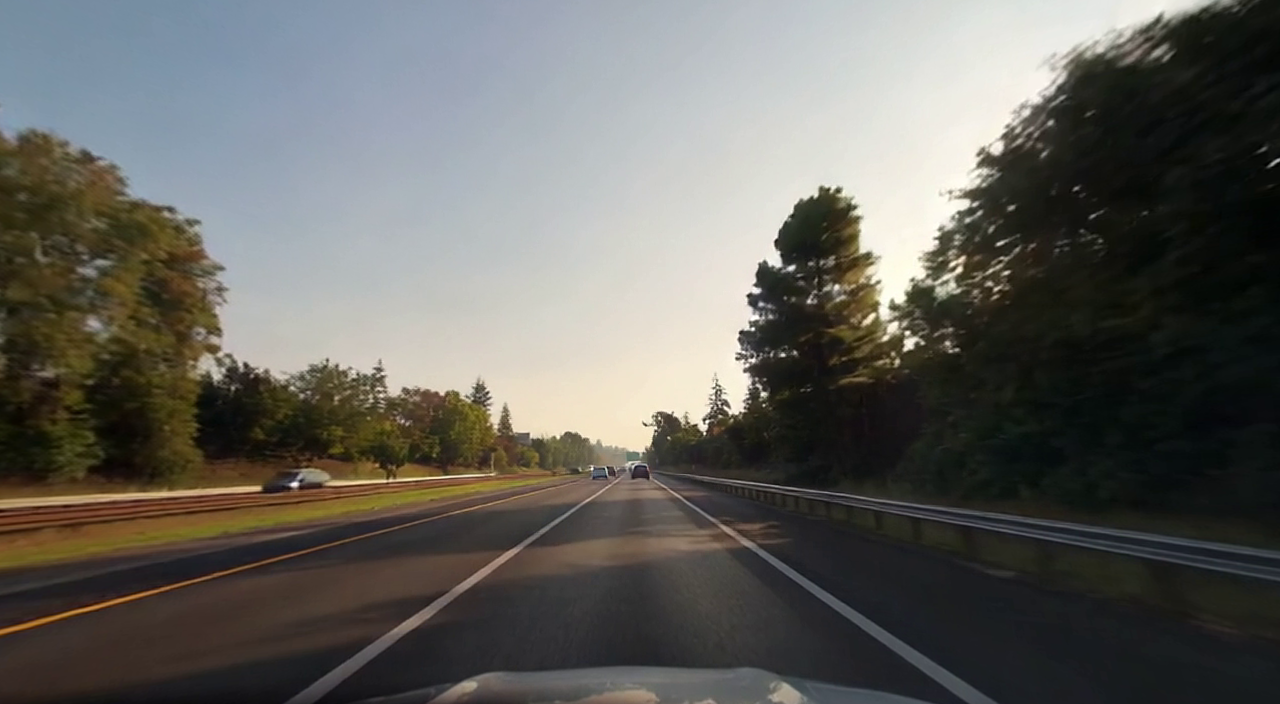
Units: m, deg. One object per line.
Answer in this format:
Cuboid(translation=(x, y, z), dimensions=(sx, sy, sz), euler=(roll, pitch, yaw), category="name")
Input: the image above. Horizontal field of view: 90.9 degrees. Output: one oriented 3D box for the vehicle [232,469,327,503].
Cuboid(translation=(-17.137, 6.364, 30.226), dimensions=(1.839, 1.459, 4.457), euler=(1, -11, 1), category="vehicle")
